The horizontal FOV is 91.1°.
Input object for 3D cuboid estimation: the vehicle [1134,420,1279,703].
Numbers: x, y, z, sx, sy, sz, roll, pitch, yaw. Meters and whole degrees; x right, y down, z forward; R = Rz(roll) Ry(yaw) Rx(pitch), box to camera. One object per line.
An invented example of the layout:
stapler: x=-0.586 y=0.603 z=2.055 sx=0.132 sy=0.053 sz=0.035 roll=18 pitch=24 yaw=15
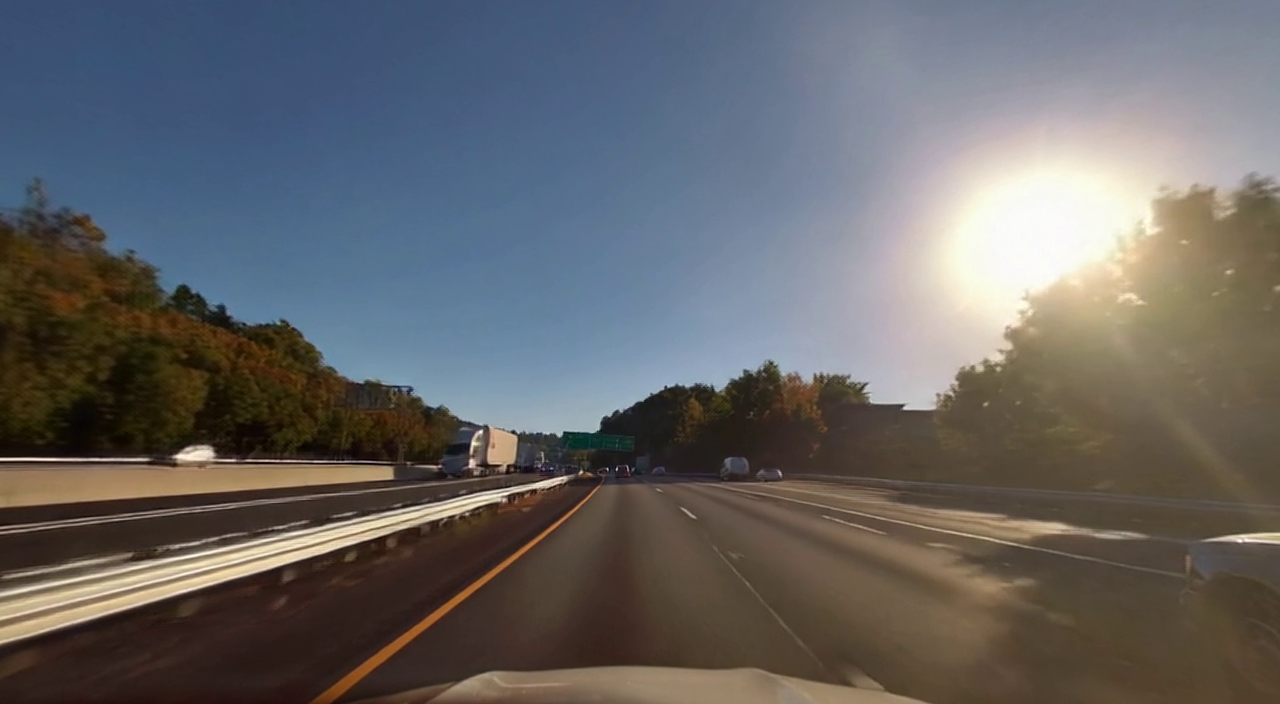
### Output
vehicle: x=4.021 y=0.824 z=1.458 sx=1.965 sy=1.502 sz=4.599 roll=1 pitch=-10 yaw=0

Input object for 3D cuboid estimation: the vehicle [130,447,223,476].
vehicle: x=-26.891 y=6.386 z=36.679 sx=1.873 sy=1.540 sz=4.546 roll=0 pitch=-10 yaw=1
